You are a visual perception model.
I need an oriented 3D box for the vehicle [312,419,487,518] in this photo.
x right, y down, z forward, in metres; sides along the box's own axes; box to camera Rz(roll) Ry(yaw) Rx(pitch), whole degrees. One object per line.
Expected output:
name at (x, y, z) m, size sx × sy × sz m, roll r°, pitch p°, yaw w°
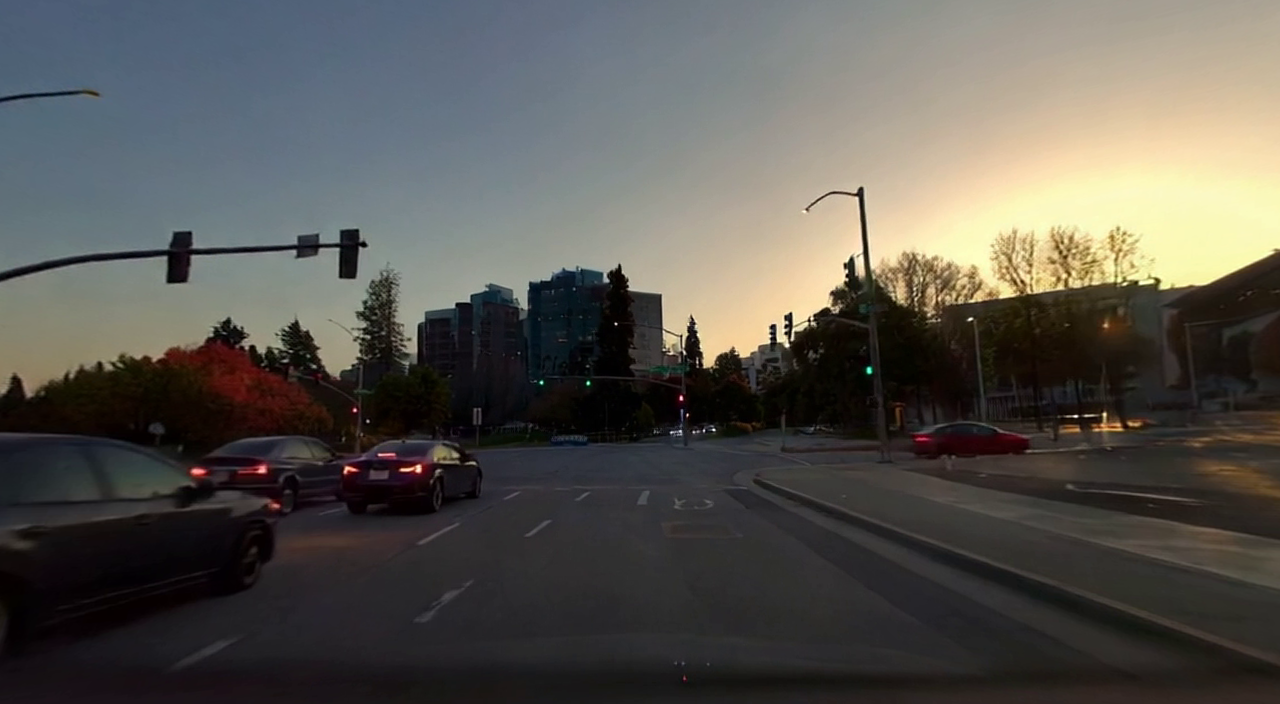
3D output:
vehicle at (-4.858, 2.429, 13.582) m, size 1.971 × 1.740 × 4.654 m, roll 0°, pitch -9°, yaw -1°

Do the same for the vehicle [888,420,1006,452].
vehicle at (14.960, 4.124, 30.750) m, size 4.767 × 1.524 × 1.929 m, roll 0°, pitch -9°, yaw -1°

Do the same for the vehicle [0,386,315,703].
vehicle at (-4.361, 1.143, 4.207) m, size 2.043 × 1.636 × 4.320 m, roll 0°, pitch -9°, yaw 0°
